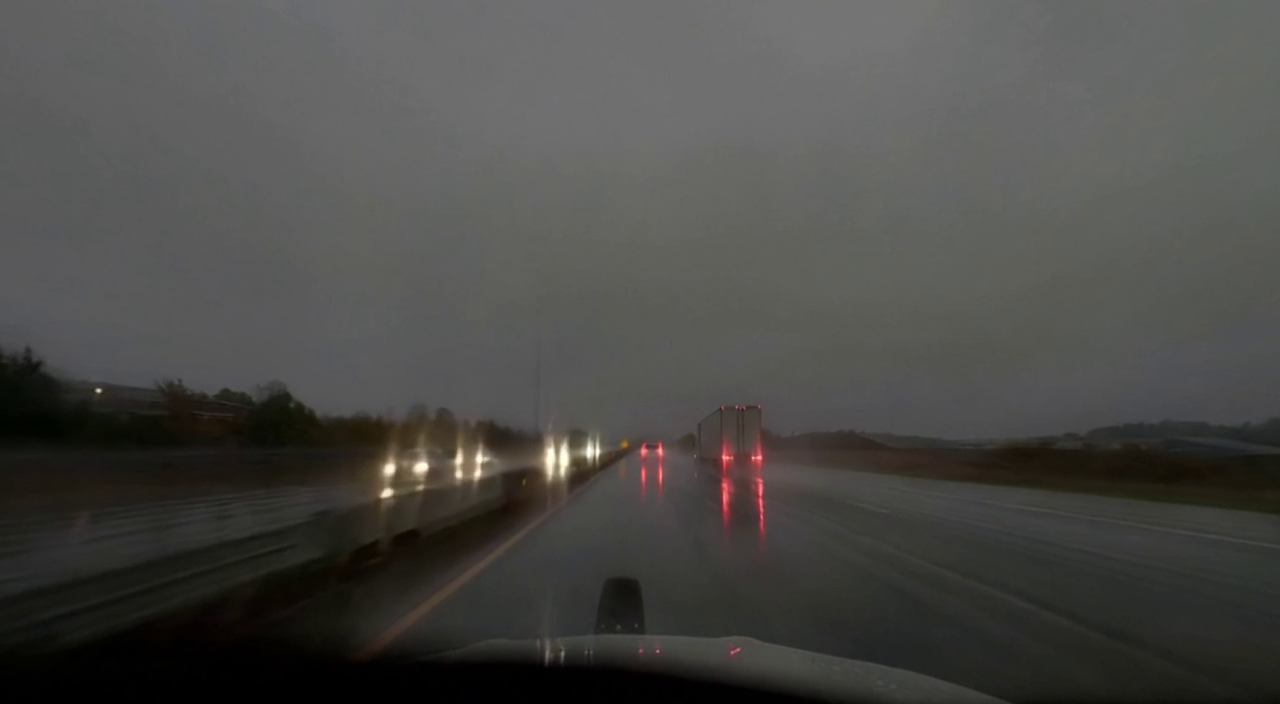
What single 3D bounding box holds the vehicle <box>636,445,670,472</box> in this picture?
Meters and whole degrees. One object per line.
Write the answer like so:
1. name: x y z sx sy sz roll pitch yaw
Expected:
1. vehicle: 0.789 6.609 39.137 2.024 1.579 3.707 0 -9 0
